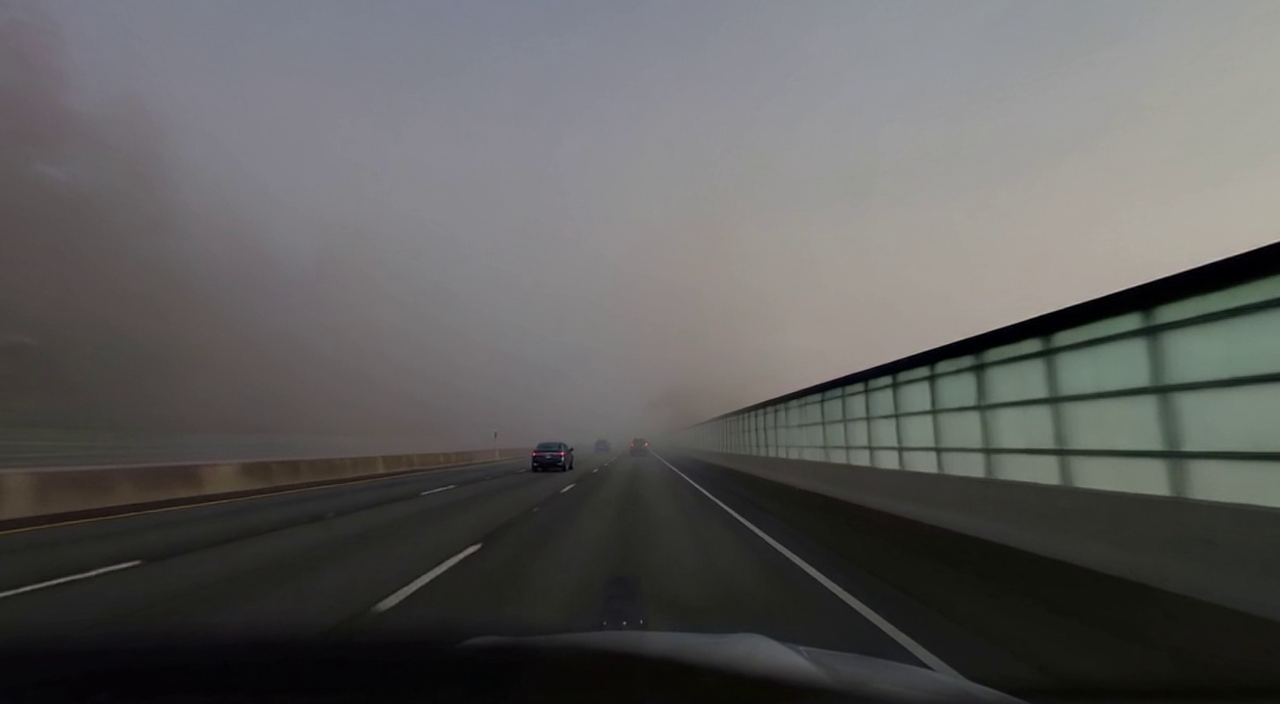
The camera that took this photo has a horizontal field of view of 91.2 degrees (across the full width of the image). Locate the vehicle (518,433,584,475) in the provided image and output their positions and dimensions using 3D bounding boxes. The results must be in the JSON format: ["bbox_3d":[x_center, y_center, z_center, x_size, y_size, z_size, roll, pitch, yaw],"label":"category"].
[{"bbox_3d":[-3.542,4.161,25.759,2.059,1.541,4.296,0,-8,0],"label":"vehicle"}]
